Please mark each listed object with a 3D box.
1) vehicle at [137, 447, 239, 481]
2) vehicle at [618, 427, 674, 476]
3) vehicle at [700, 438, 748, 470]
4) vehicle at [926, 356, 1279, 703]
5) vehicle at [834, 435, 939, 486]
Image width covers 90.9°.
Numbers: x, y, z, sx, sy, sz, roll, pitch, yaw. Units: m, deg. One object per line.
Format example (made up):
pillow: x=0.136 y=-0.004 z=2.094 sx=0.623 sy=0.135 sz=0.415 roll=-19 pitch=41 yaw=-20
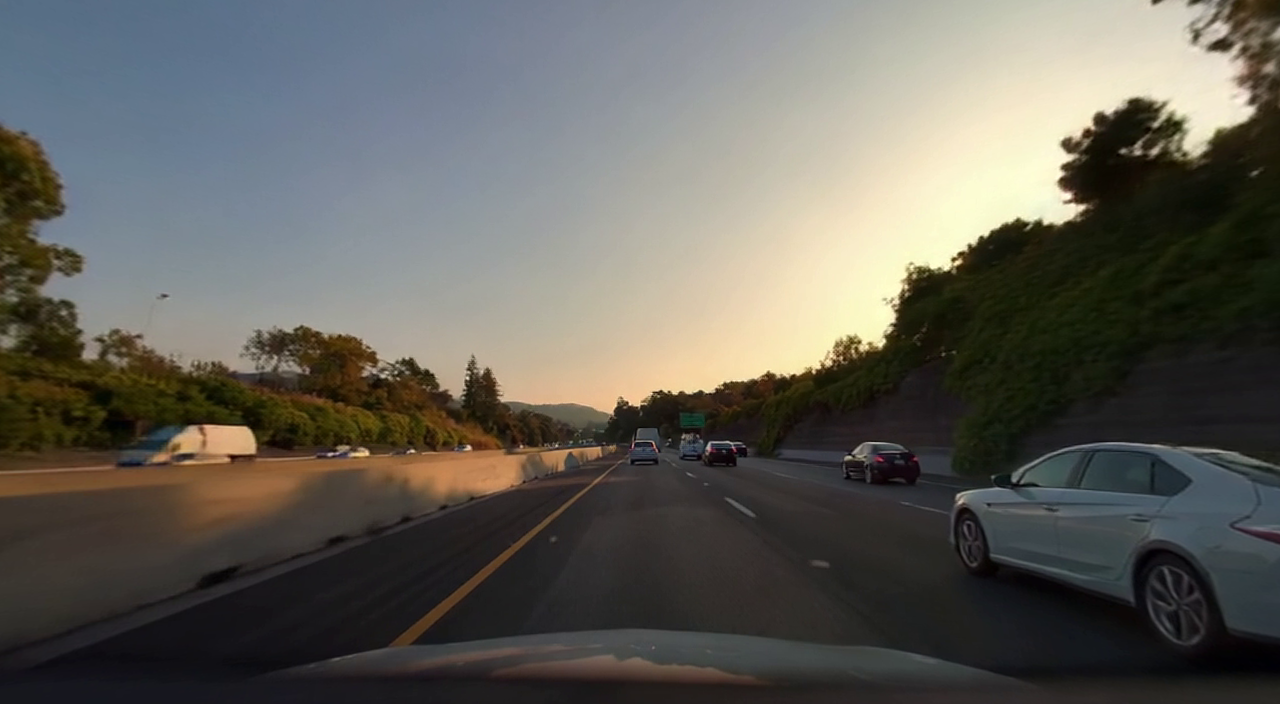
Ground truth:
vehicle: x=-23.509 y=5.808 z=33.047 sx=1.910 sy=1.615 sz=4.586 roll=0 pitch=-8 yaw=0
vehicle: x=0.207 y=4.197 z=26.787 sx=2.189 sy=1.852 sz=4.038 roll=0 pitch=-8 yaw=0
vehicle: x=4.180 y=5.130 z=31.917 sx=1.825 sy=1.487 sz=4.034 roll=0 pitch=-8 yaw=-1
vehicle: x=3.722 y=1.005 z=3.728 sx=2.003 sy=1.661 sz=4.418 roll=-1 pitch=-8 yaw=1
vehicle: x=8.084 y=3.584 z=21.137 sx=1.810 sy=1.516 sz=4.183 roll=0 pitch=-8 yaw=0
